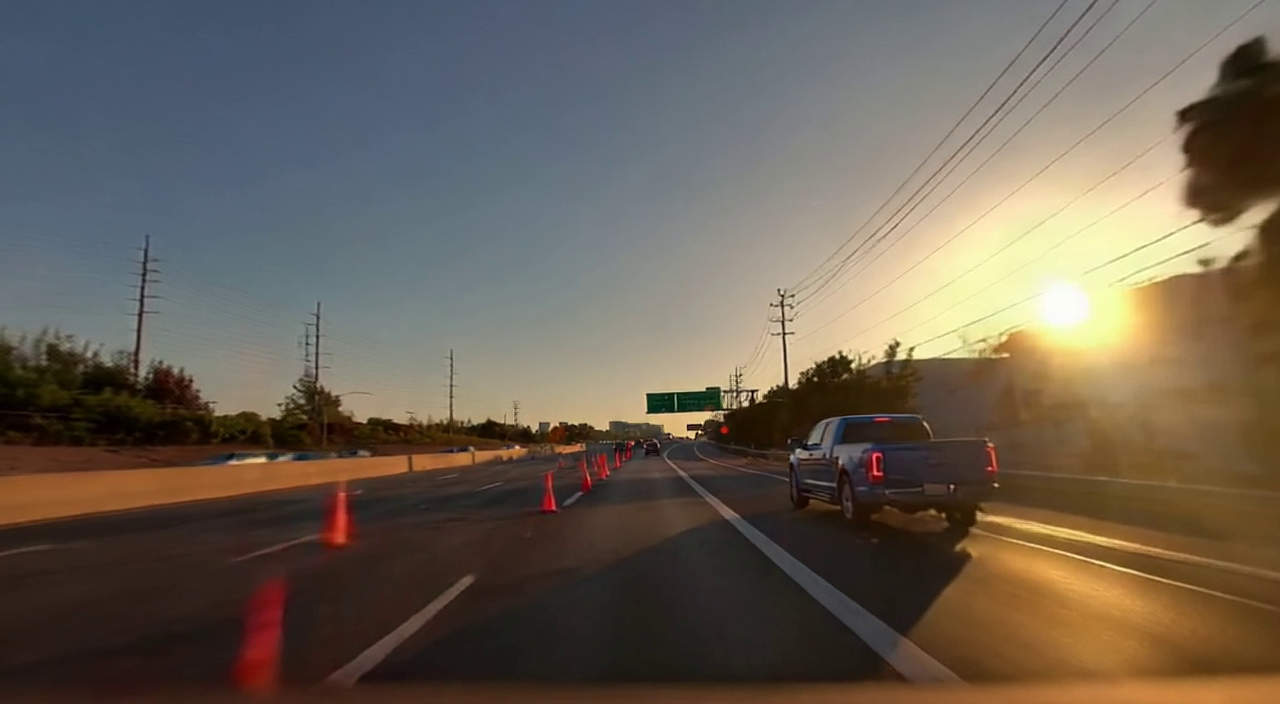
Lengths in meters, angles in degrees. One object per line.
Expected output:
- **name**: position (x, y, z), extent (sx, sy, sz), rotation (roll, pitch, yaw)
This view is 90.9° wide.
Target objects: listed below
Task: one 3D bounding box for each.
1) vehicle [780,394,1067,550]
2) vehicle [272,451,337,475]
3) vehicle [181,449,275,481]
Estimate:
- **vehicle**: position (3.969, 1.805, 10.216), extent (2.186, 1.840, 5.289), rotation (0, -8, 0)
- **vehicle**: position (-23.664, 7.836, 44.660), extent (2.062, 1.552, 4.542), rotation (0, -8, 1)
- **vehicle**: position (-27.351, 7.466, 42.181), extent (2.221, 1.921, 5.875), rotation (0, -8, 1)
